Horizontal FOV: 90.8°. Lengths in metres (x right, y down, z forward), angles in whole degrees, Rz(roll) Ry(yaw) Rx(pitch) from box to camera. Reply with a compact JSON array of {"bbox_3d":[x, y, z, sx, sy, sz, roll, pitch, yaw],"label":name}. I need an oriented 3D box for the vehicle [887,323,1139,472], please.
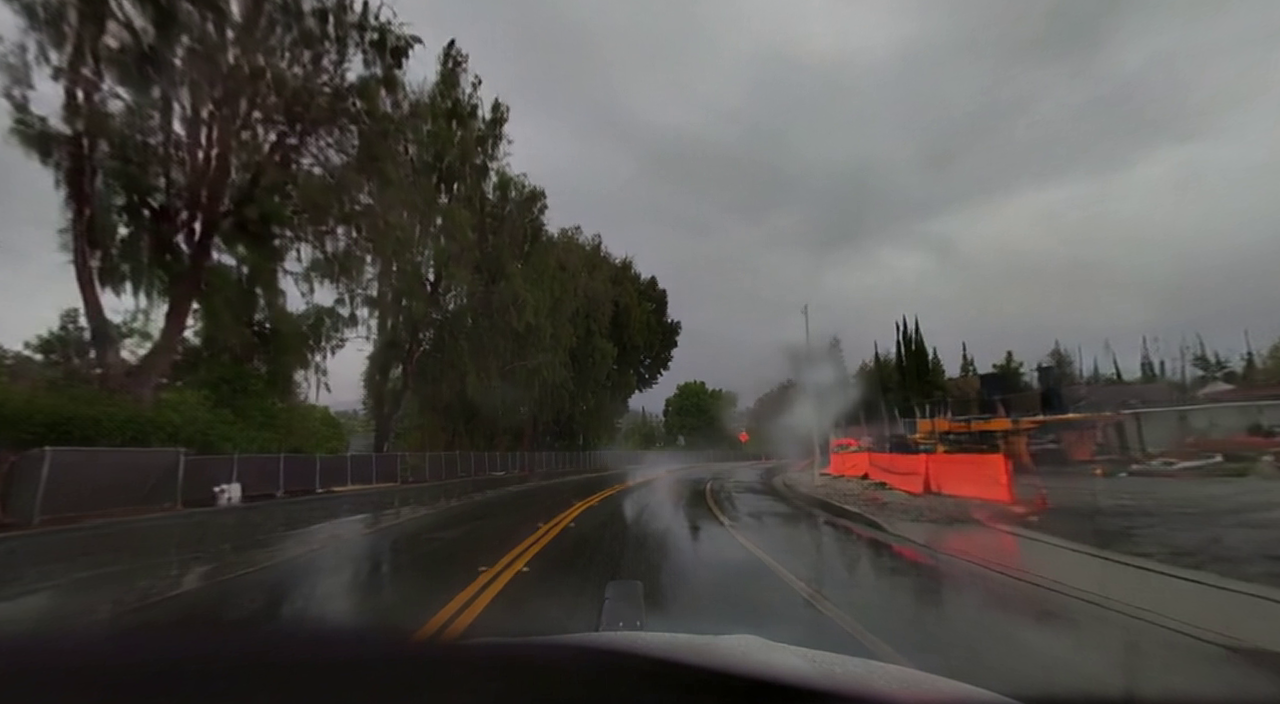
[{"bbox_3d":[11.222,1.892,20.892,2.984,3.691,10.409,-1,-9,6],"label":"vehicle"}]
